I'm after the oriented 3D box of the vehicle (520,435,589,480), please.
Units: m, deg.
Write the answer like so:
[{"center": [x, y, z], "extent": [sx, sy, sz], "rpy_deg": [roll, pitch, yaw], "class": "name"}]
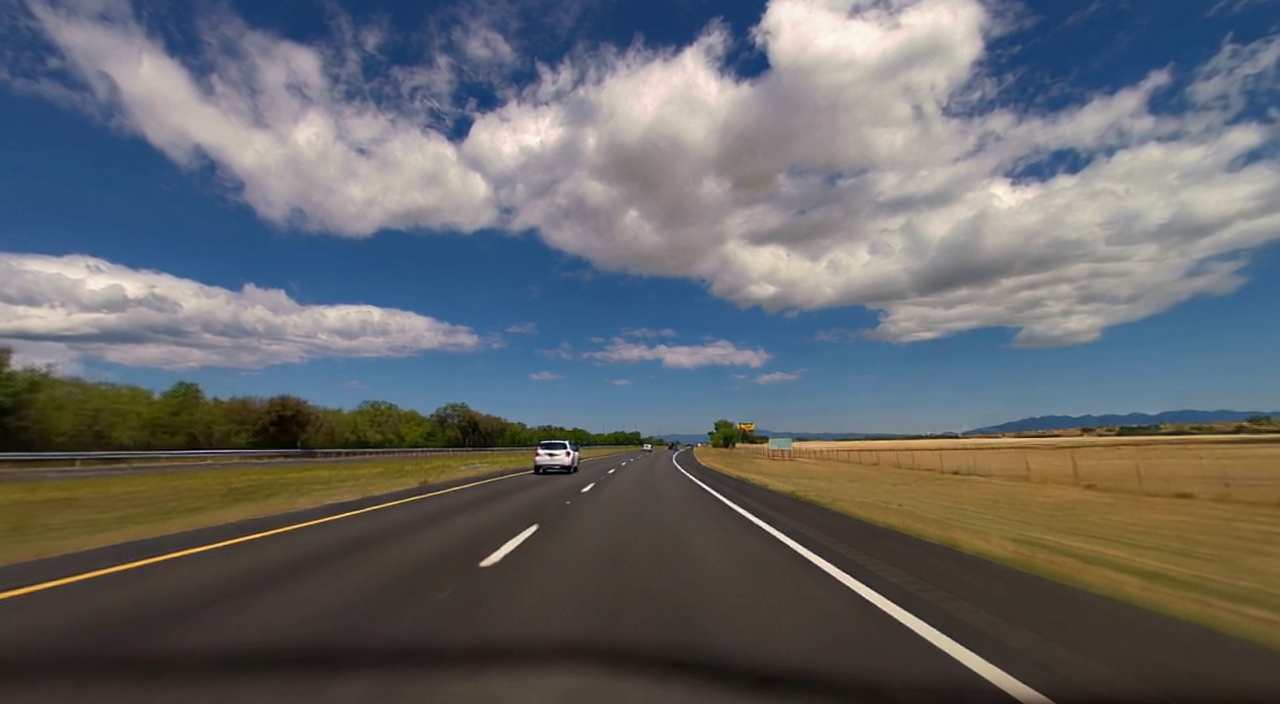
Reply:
[{"center": [-3.603, 4.579, 27.566], "extent": [2.193, 1.771, 4.757], "rpy_deg": [0, -9, 2], "class": "vehicle"}]
